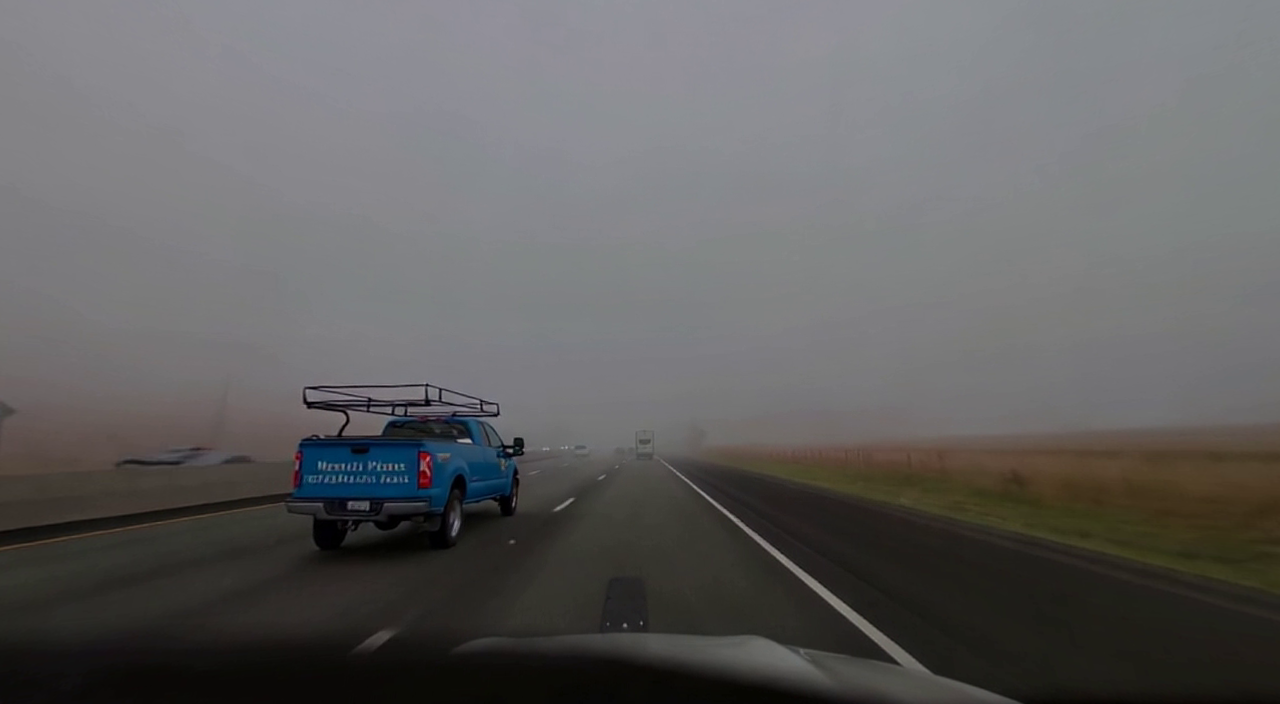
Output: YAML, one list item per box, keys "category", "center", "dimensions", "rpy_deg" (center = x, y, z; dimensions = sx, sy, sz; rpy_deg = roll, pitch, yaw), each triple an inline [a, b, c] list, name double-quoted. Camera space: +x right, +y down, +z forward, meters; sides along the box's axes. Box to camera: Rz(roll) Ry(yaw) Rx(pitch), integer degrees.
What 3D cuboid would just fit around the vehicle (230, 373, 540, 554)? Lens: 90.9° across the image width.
- category: "vehicle"
  center: [-3.838, 1.915, 11.593]
  dimensions: [2.791, 2.330, 6.725]
  rpy_deg: [0, -8, 1]
